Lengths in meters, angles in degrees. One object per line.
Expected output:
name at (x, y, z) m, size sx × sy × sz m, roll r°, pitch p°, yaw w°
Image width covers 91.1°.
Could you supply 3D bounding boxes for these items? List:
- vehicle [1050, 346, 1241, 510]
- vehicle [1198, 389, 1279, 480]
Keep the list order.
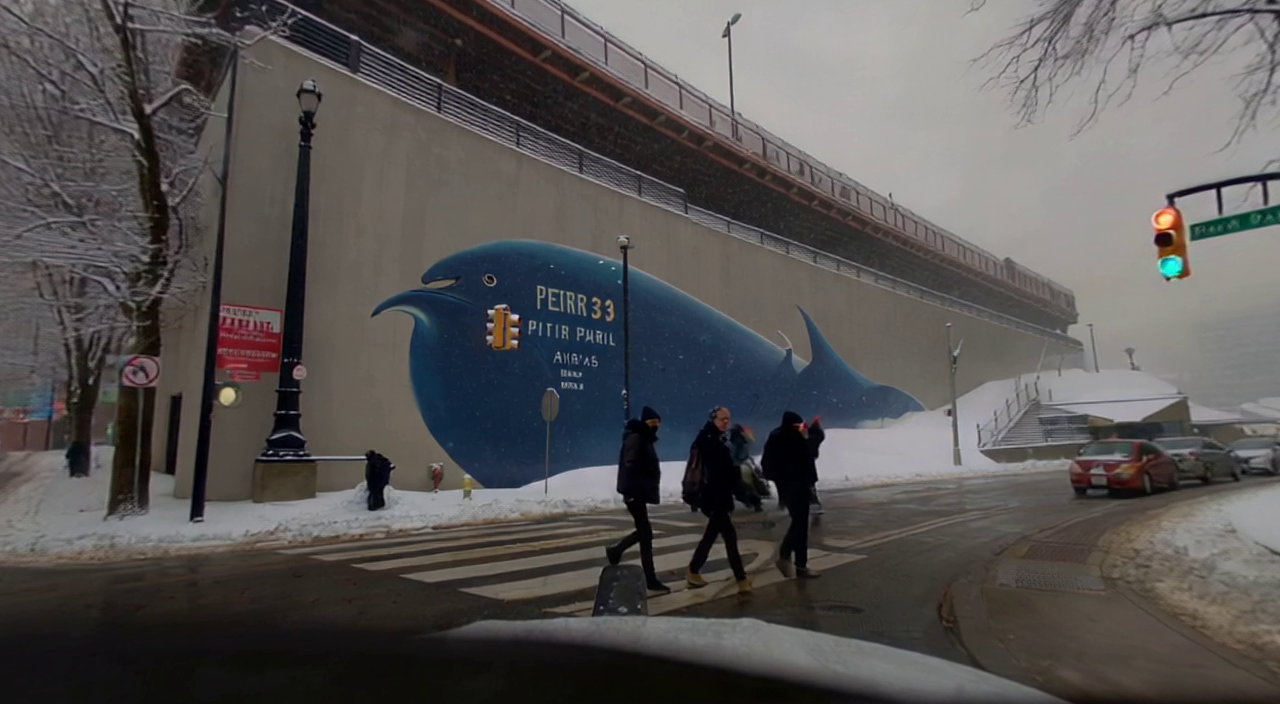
vehicle at (15.758, 2.387, 19.224) m, size 9.347 × 3.893 × 2.849 m, roll 7°, pitch -11°, yaw -42°
vehicle at (32.712, 4.439, 33.448) m, size 12.015 × 4.103 × 2.920 m, roll 8°, pitch -11°, yaw -43°
